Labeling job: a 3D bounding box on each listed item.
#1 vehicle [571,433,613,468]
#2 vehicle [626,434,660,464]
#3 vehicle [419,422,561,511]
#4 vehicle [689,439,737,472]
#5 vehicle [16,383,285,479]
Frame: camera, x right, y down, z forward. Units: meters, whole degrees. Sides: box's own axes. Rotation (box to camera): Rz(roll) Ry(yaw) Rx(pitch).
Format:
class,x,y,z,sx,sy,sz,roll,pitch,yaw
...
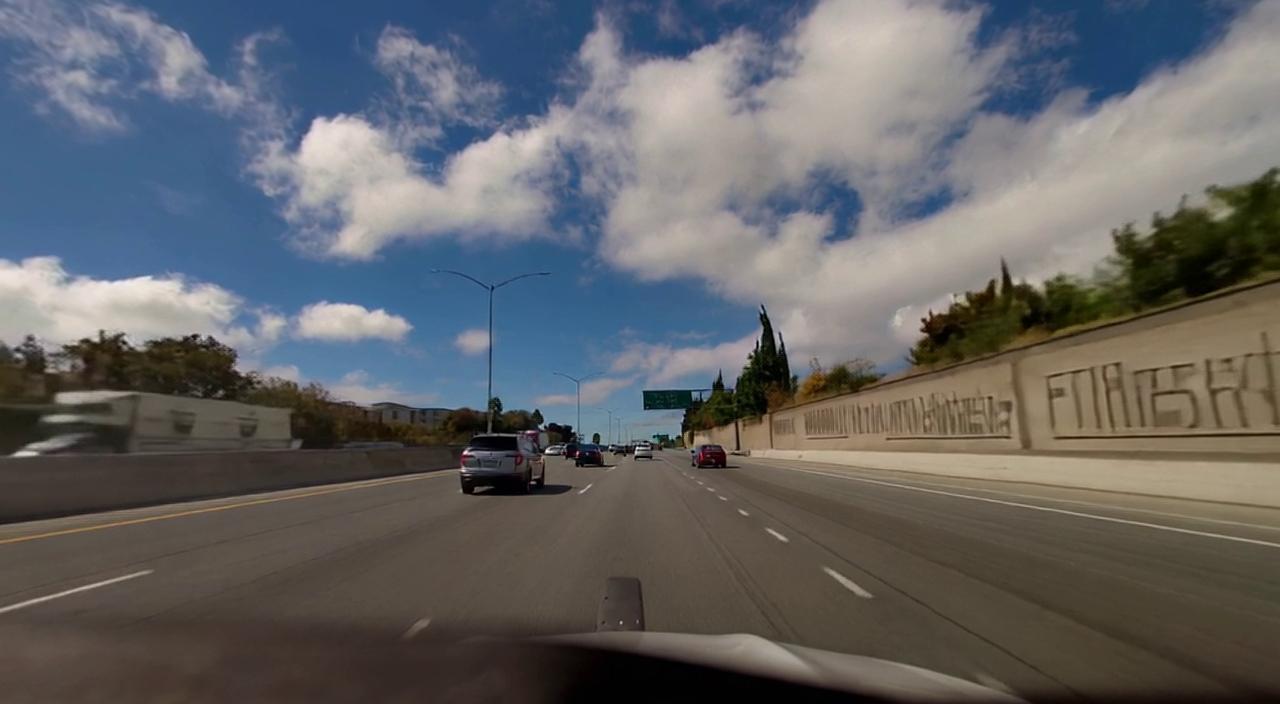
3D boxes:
class,x,y,z,sx,sy,sz,roll,pitch,yaw
vehicle,-3.129,6.569,42.103,2.378,2.214,4.352,0,-9,0
vehicle,0.227,7.553,49.001,2.485,2.215,5.199,0,-9,0
vehicle,-3.478,2.797,15.907,2.184,1.819,5.441,0,-9,1
vehicle,4.126,5.979,36.487,2.224,1.752,4.487,0,-9,0
vehicle,-24.418,4.362,33.388,2.760,3.977,14.236,0,-9,0
